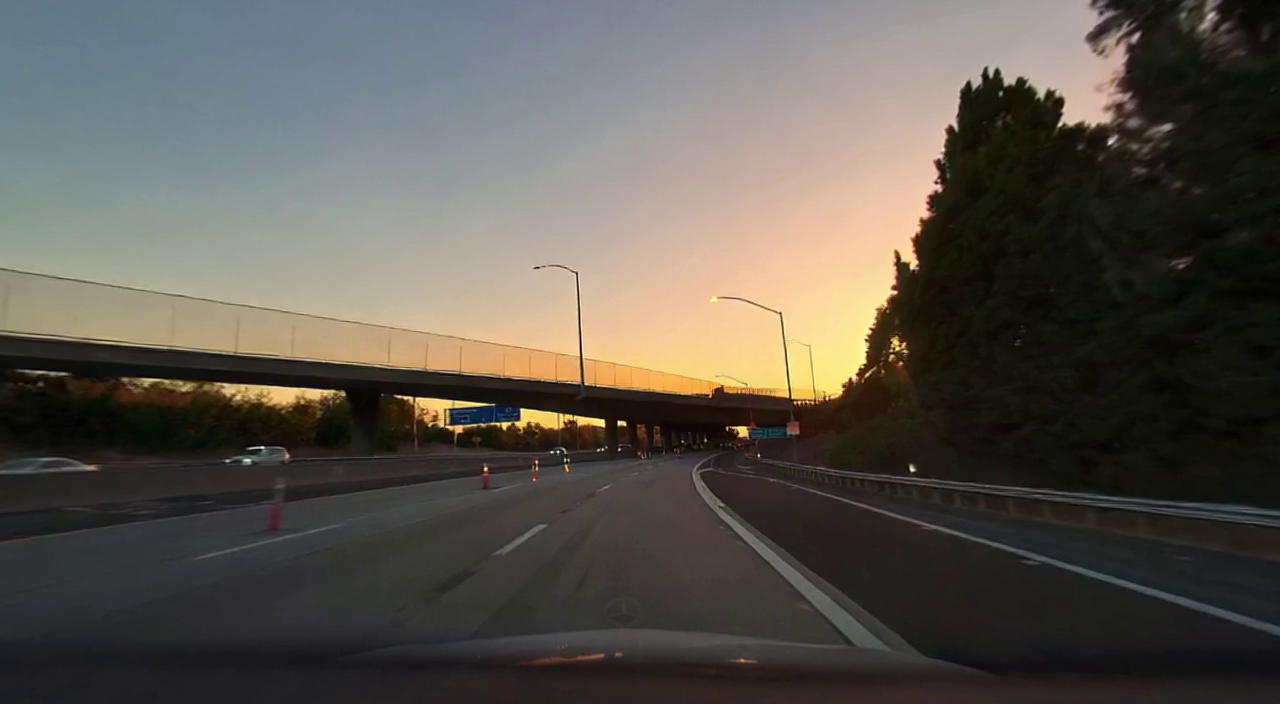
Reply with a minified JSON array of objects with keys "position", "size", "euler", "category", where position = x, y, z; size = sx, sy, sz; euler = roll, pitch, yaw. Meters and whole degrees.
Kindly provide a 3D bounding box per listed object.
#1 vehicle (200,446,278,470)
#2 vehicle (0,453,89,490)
[{"position":[-28.845,7.615,45.534],"size":[2.162,1.616,4.951],"euler":[-1,-9,4],"category":"vehicle"},{"position":[-26.251,5.047,26.852],"size":[1.701,1.455,4.012],"euler":[-1,-9,3],"category":"vehicle"}]
